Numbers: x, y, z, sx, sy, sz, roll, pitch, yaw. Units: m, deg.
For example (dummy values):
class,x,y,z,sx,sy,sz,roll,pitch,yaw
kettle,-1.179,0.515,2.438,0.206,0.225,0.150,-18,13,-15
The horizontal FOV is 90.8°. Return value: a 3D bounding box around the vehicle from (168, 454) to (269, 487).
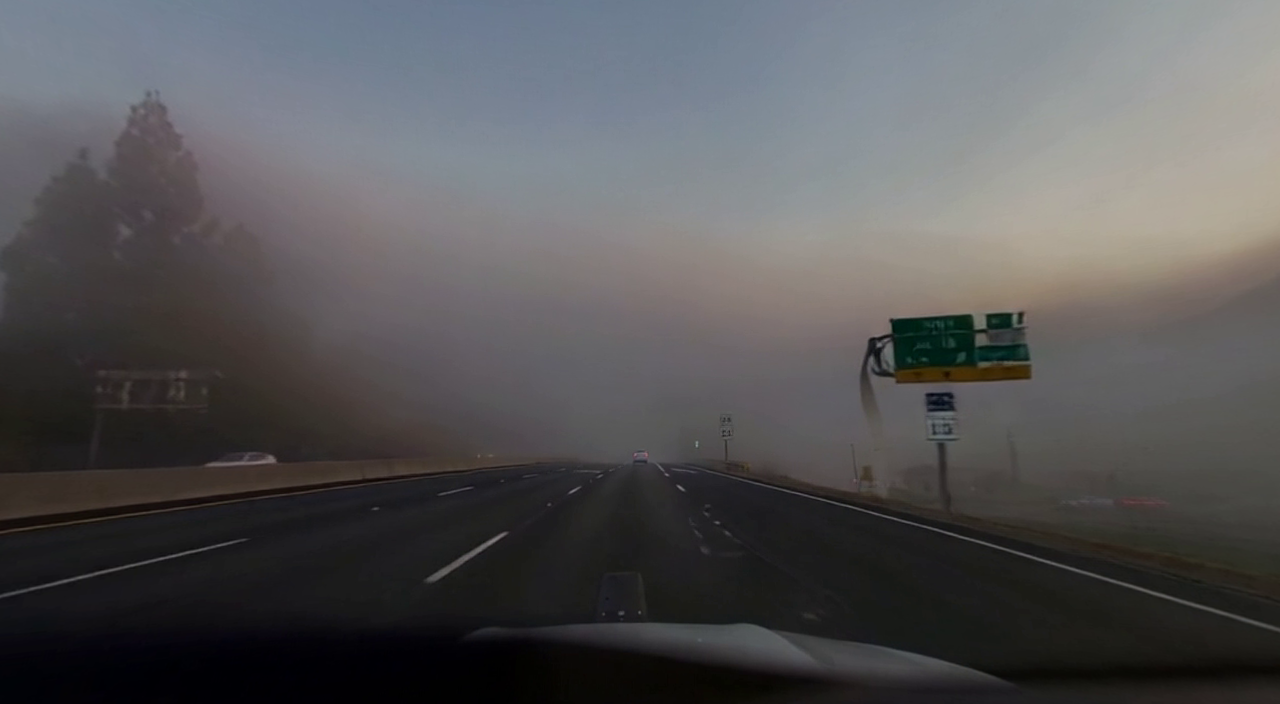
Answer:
class,x,y,z,sx,sy,sz,roll,pitch,yaw
vehicle,-21.186,5.957,32.021,1.829,1.493,4.662,0,-9,1
